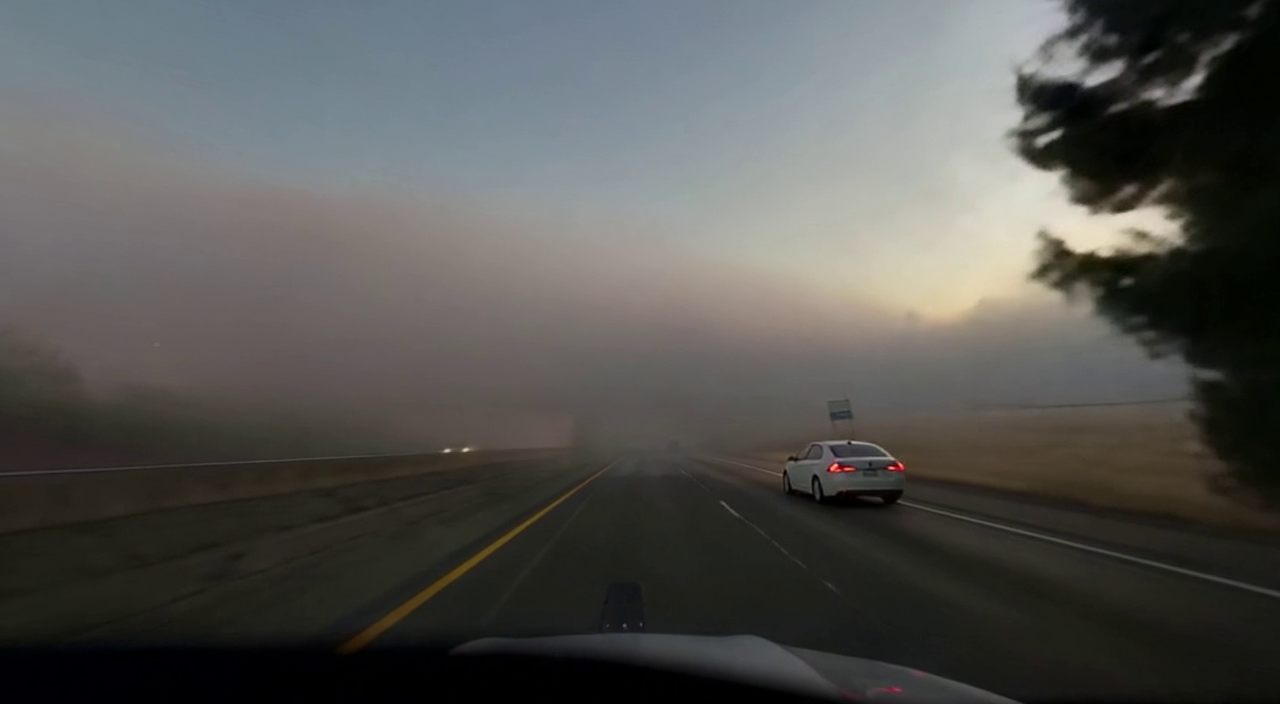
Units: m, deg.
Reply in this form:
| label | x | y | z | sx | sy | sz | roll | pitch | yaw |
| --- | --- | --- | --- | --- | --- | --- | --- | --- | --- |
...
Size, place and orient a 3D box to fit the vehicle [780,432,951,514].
| label | x | y | z | sx | sy | sz | roll | pitch | yaw |
| --- | --- | --- | --- | --- | --- | --- | --- | --- | --- |
| vehicle | 4.695 | 2.591 | 14.057 | 2.027 | 1.487 | 4.718 | 0 | -8 | -1 |
